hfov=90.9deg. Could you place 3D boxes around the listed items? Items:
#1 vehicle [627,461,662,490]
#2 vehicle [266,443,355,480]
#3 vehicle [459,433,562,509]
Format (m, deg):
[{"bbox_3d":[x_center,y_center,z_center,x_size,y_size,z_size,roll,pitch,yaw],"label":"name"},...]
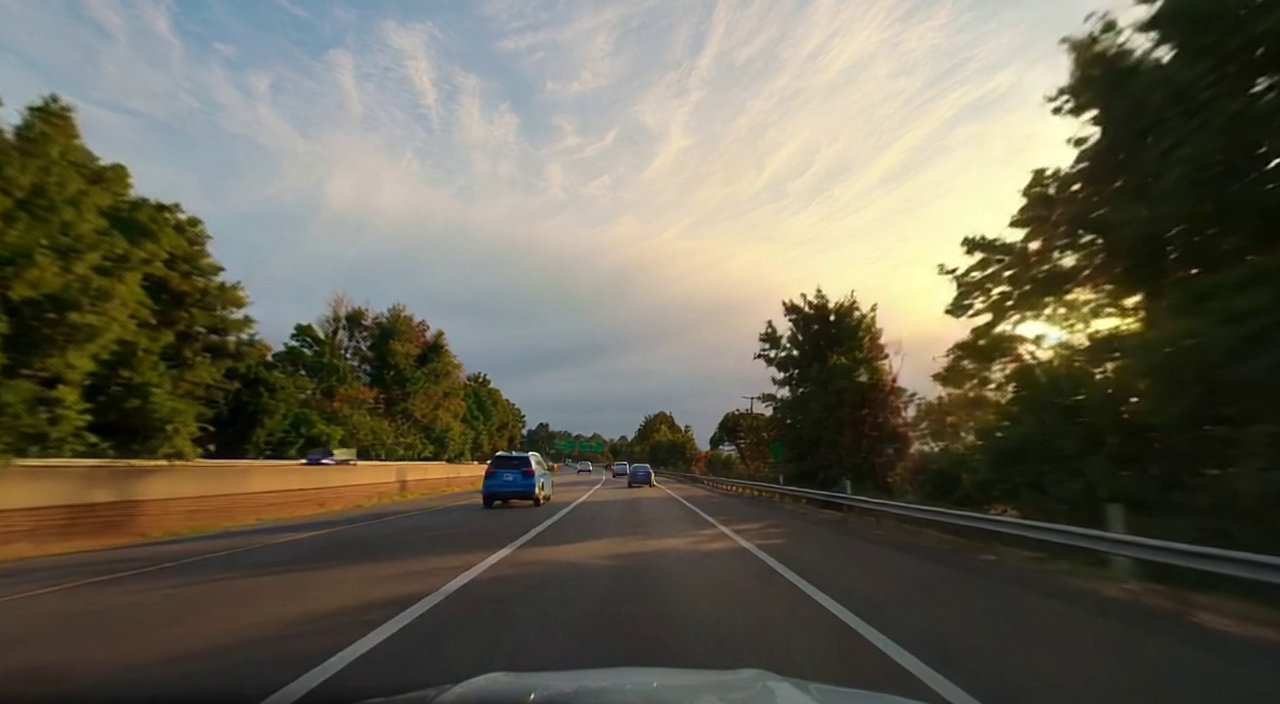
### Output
[{"bbox_3d":[0.216,7.189,36.707,1.905,1.559,3.491,1,-10,-2],"label":"vehicle"},{"bbox_3d":[-16.916,5.712,32.669,1.994,1.716,4.821,1,-10,0],"label":"vehicle"},{"bbox_3d":[-4.000,3.835,20.394,2.237,2.113,4.815,1,-10,0],"label":"vehicle"}]
